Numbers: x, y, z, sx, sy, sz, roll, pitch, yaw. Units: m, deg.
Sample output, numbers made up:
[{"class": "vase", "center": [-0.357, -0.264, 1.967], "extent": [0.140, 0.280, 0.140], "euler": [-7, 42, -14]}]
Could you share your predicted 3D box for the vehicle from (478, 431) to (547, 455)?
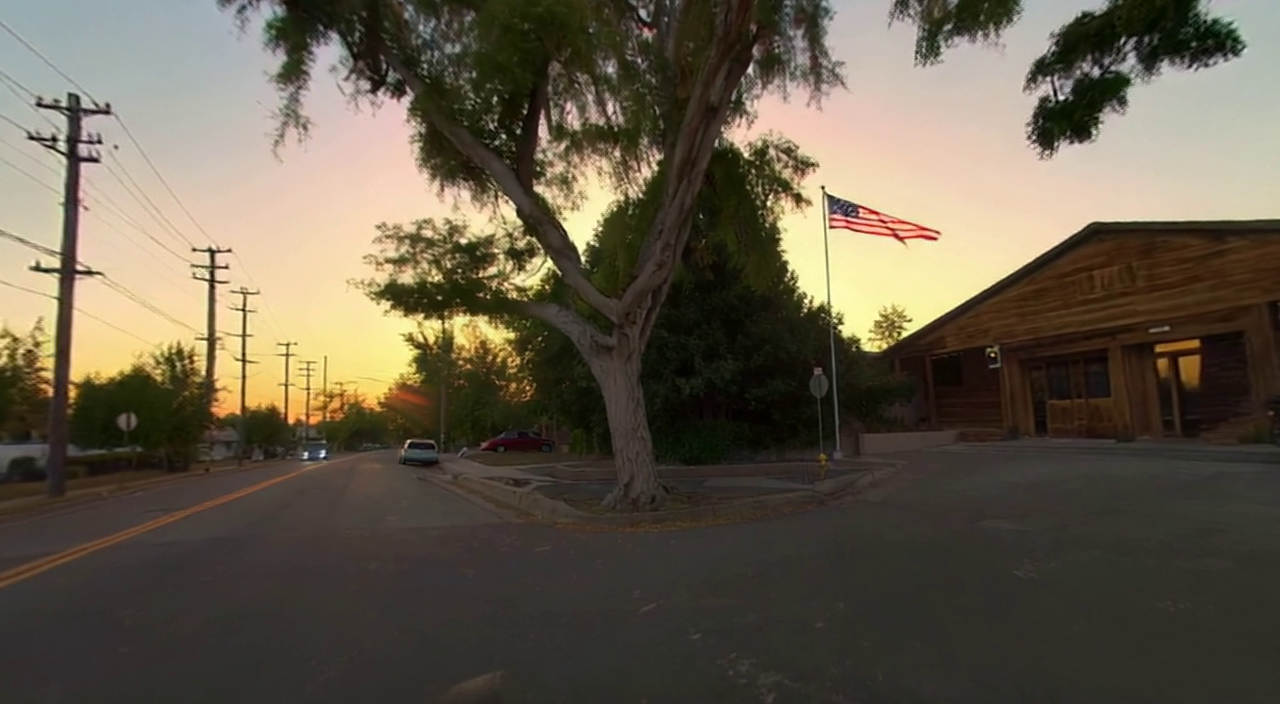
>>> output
[{"class": "vehicle", "center": [-9.522, 6.800, 47.305], "extent": [4.767, 1.735, 1.920], "euler": [3, -9, -22]}]

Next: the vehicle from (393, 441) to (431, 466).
[{"class": "vehicle", "center": [-14.288, 6.325, 39.441], "extent": [1.941, 1.460, 4.206], "euler": [3, -9, -22]}]
